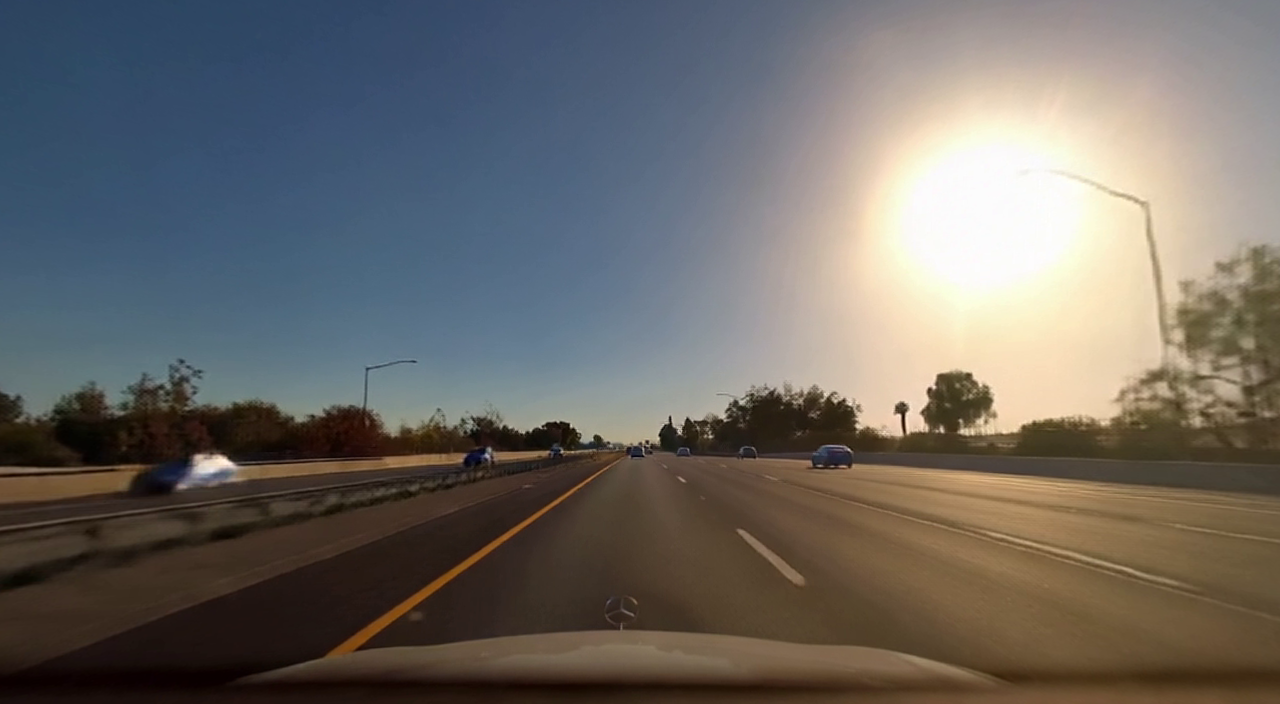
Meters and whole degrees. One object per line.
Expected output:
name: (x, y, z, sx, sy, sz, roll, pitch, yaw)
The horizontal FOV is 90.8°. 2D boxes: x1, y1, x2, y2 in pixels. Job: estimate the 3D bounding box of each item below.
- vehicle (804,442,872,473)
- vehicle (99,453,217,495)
vehicle: (10.636, 5.691, 34.345, 2.024, 1.481, 4.747, 1, -8, -1)
vehicle: (-21.163, 5.332, 27.953, 2.183, 1.644, 3.774, 0, -8, 0)
